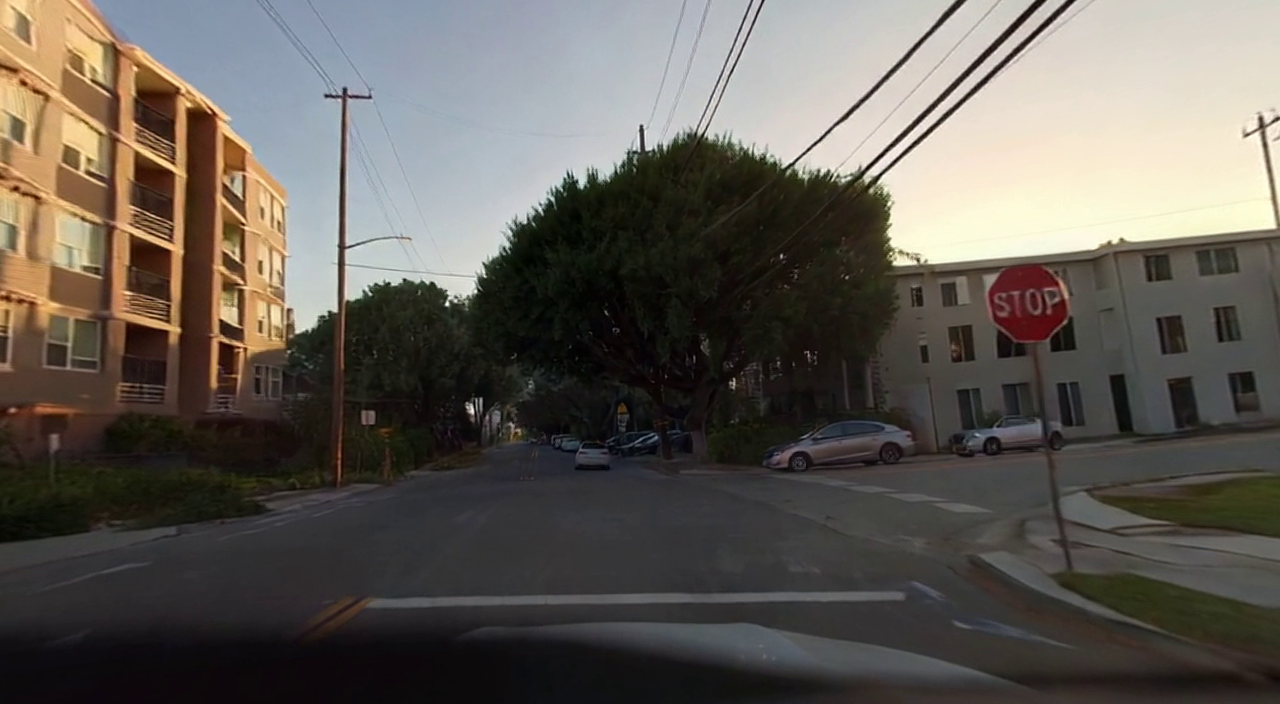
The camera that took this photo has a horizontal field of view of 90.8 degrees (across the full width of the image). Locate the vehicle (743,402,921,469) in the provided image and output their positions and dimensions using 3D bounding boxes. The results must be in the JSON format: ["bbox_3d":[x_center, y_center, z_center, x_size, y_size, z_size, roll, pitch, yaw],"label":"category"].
[{"bbox_3d":[5.635,2.598,19.217,4.790,1.872,2.155,-1,-11,7],"label":"vehicle"}]

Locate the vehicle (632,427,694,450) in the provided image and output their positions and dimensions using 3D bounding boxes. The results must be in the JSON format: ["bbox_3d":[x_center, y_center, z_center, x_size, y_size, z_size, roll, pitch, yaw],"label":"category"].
[{"bbox_3d":[1.739,6.599,48.302,4.424,1.645,1.820,2,-9,-14],"label":"vehicle"}]

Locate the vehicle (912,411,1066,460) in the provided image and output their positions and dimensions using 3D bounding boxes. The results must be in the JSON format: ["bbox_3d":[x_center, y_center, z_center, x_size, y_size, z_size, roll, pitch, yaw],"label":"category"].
[{"bbox_3d":[12.998,3.140,23.649,4.830,1.490,1.878,-2,-9,-11],"label":"vehicle"}]

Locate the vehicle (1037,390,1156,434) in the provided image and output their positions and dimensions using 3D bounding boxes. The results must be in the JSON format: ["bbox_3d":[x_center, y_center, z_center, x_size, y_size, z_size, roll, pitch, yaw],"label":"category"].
[{"bbox_3d":[22.037,2.980,30.762,1.976,1.876,4.405,1,-9,-10],"label":"vehicle"}]

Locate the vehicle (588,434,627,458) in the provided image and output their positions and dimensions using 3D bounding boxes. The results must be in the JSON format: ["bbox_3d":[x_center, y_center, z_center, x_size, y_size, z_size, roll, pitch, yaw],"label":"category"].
[{"bbox_3d":[-2.174,6.236,41.768,1.918,1.475,4.060,2,-9,-12],"label":"vehicle"}]
